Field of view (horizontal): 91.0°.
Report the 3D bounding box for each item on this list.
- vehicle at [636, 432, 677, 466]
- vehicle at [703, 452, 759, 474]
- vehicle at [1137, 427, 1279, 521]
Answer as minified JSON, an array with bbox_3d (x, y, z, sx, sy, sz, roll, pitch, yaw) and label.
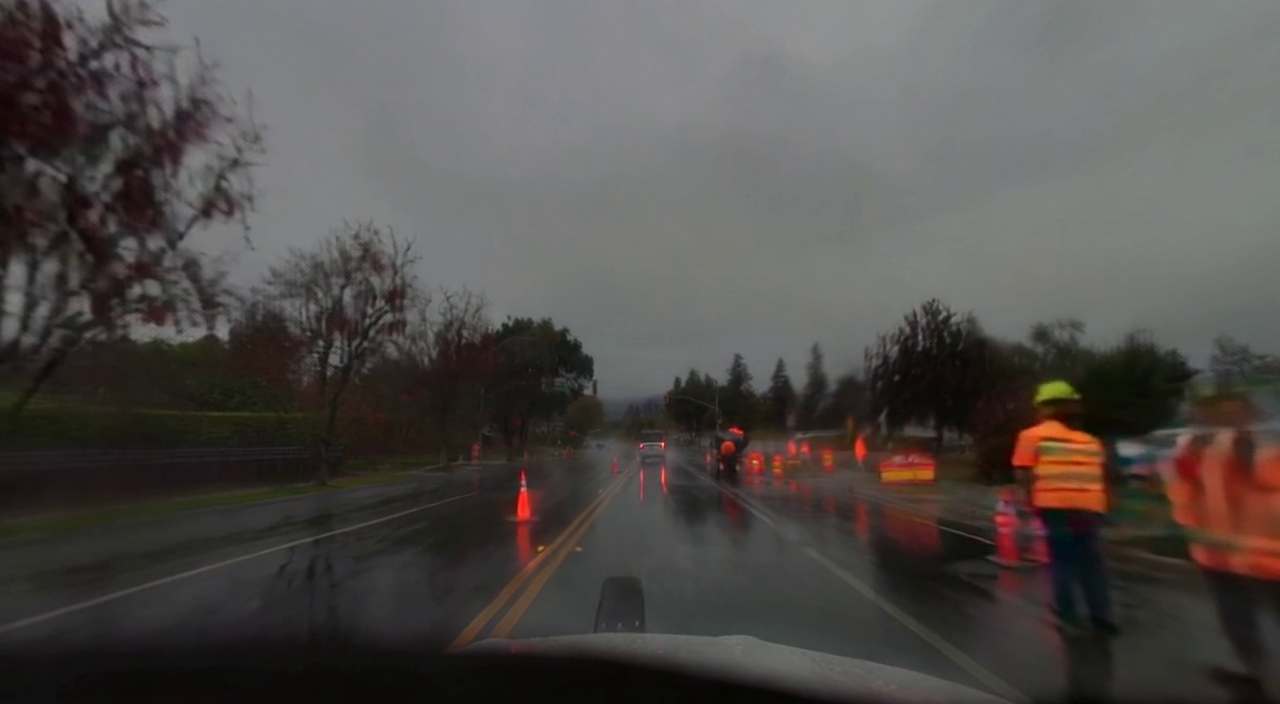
[{"bbox_3d":[0.870,5.374,34.940,2.151,1.708,4.084,0,-9,0],"label":"vehicle"},{"bbox_3d":[4.063,5.009,28.483,2.123,0.883,3.024,0,-8,1],"label":"vehicle"},{"bbox_3d":[11.653,2.073,10.846,4.463,1.466,1.813,0,-9,5],"label":"vehicle"}]
